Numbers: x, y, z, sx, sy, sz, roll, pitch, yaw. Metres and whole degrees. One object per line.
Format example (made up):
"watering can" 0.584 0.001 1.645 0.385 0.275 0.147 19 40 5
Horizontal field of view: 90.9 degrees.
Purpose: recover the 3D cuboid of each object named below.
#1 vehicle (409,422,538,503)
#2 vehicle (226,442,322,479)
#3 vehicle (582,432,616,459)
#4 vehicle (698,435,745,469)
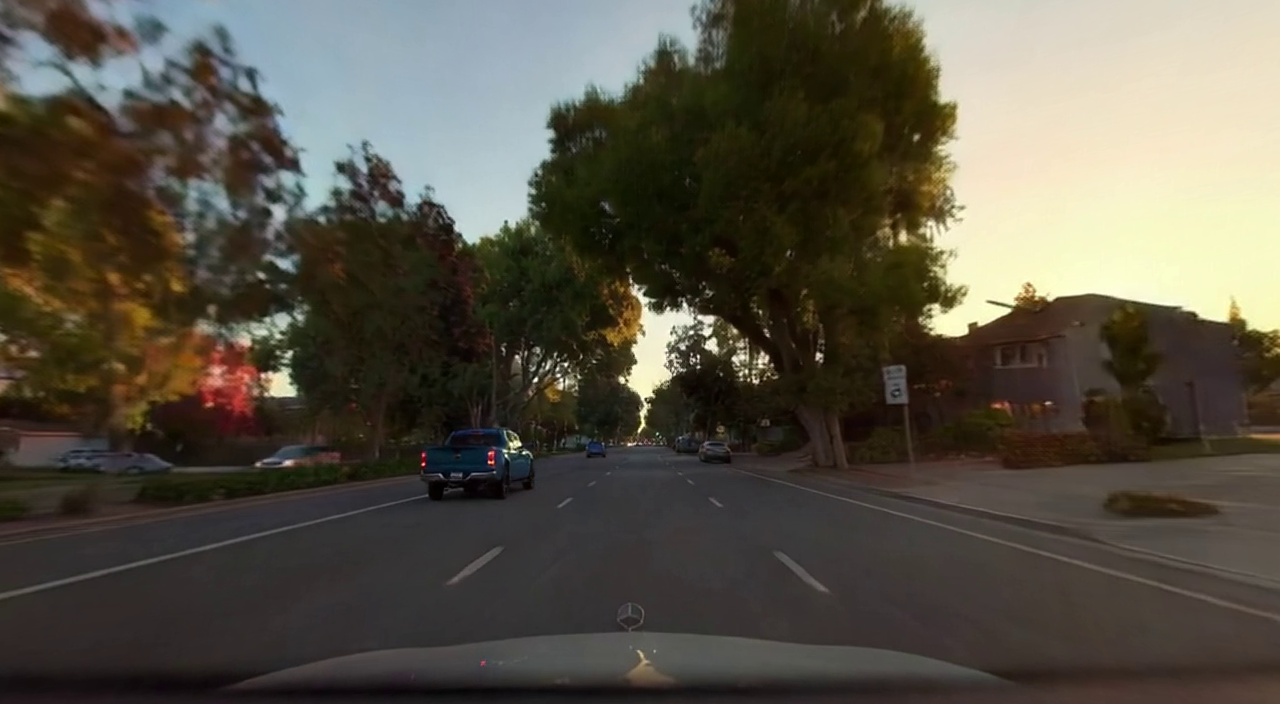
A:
"vehicle" -4.017 2.758 16.149 2.002 1.747 4.728 0 -8 0
"vehicle" -16.852 4.995 29.305 1.881 1.541 4.192 0 -8 1
"vehicle" -3.178 7.323 49.444 2.230 1.987 4.385 0 -8 2
"vehicle" 4.325 5.367 33.993 2.016 1.736 4.356 0 -8 1
